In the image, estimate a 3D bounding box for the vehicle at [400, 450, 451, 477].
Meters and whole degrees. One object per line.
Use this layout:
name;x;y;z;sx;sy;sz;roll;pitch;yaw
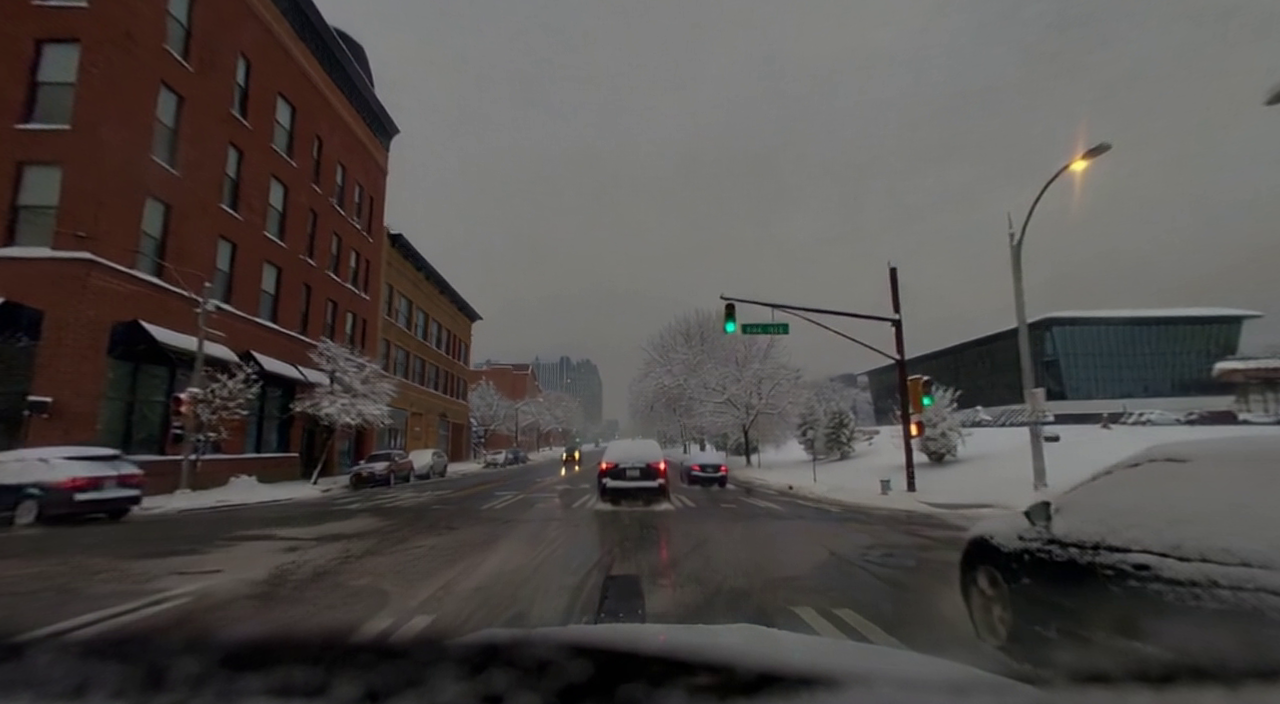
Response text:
vehicle;-14.266;7.385;42.232;1.891;1.659;4.360;0;-9;0

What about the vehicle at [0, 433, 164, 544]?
vehicle;-11.614;2.527;12.273;4.244;1.812;1.855;-4;-10;25

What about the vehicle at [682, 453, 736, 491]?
vehicle;2.911;5.164;27.531;1.852;1.462;4.155;0;-9;-1

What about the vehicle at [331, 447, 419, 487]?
vehicle;-14.243;6.169;34.377;2.191;2.011;5.556;0;-9;2

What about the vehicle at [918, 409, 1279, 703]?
vehicle;3.250;1.029;2.681;2.026;1.499;4.662;0;-9;0

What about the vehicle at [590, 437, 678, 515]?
vehicle;-0.186;3.336;17.548;2.105;1.842;4.537;0;-9;-1
